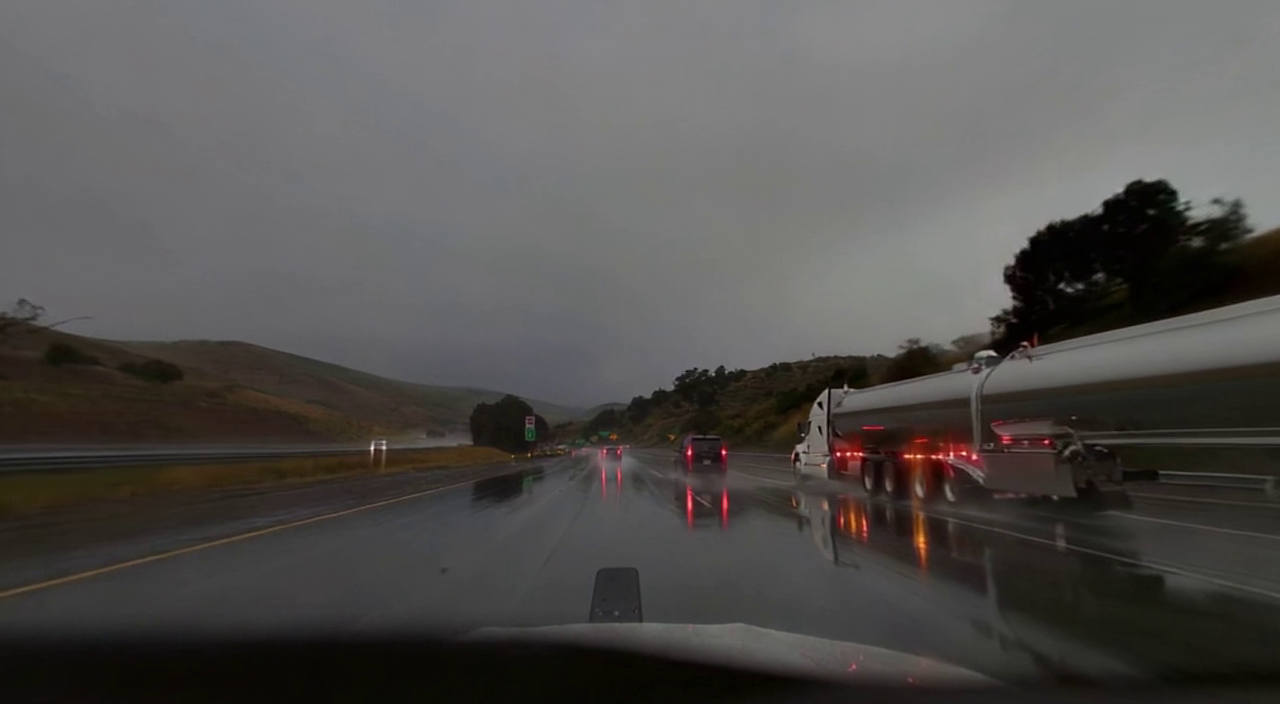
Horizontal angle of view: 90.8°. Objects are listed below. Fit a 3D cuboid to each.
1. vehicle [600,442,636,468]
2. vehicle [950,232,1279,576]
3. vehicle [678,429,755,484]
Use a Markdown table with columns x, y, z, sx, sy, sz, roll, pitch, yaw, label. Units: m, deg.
| x | y | z | sx | sy | sz | roll | pitch | yaw | label |
| --- | --- | --- | --- | --- | --- | --- | --- | --- | --- |
| -1.380 | 6.188 | 38.082 | 2.083 | 1.477 | 3.965 | 0 | -9 | -3 | vehicle |
| 7.442 | 0.661 | 7.097 | 2.805 | 3.212 | 9.978 | 0 | -9 | 0 | vehicle |
| 2.688 | 3.825 | 23.359 | 2.098 | 1.794 | 4.561 | 0 | -9 | -3 | vehicle |
